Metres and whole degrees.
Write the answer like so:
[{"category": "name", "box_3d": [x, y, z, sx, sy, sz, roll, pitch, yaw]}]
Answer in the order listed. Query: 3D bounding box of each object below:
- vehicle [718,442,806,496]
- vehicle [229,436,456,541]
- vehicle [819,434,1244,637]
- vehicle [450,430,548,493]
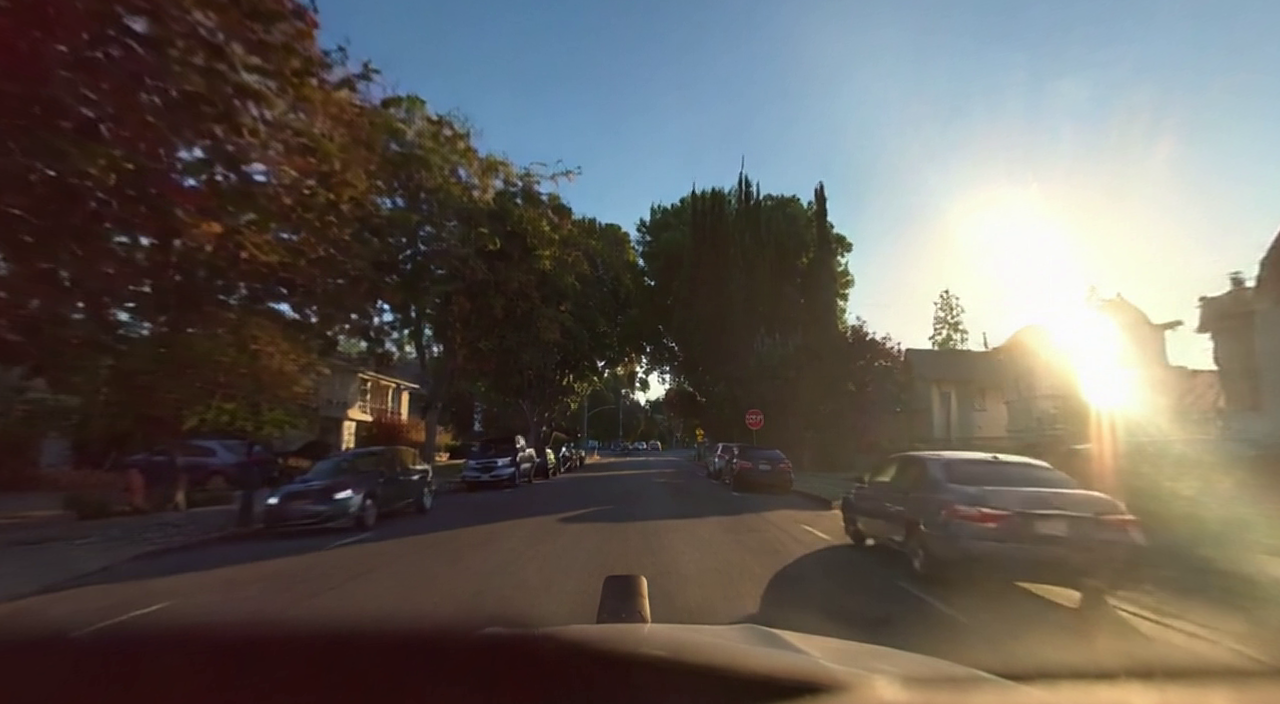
[{"category": "vehicle", "box_3d": [3.738, 3.672, 20.130, 1.987, 1.518, 4.686, 0, -9, 2]}, {"category": "vehicle", "box_3d": [-5.213, 2.404, 11.879, 1.872, 1.515, 4.535, 1, -8, 3]}, {"category": "vehicle", "box_3d": [3.614, 1.736, 7.083, 1.871, 1.514, 4.553, 0, -9, 0]}, {"category": "vehicle", "box_3d": [-4.713, 3.742, 21.807, 2.162, 1.857, 4.758, 2, -8, 1]}]
